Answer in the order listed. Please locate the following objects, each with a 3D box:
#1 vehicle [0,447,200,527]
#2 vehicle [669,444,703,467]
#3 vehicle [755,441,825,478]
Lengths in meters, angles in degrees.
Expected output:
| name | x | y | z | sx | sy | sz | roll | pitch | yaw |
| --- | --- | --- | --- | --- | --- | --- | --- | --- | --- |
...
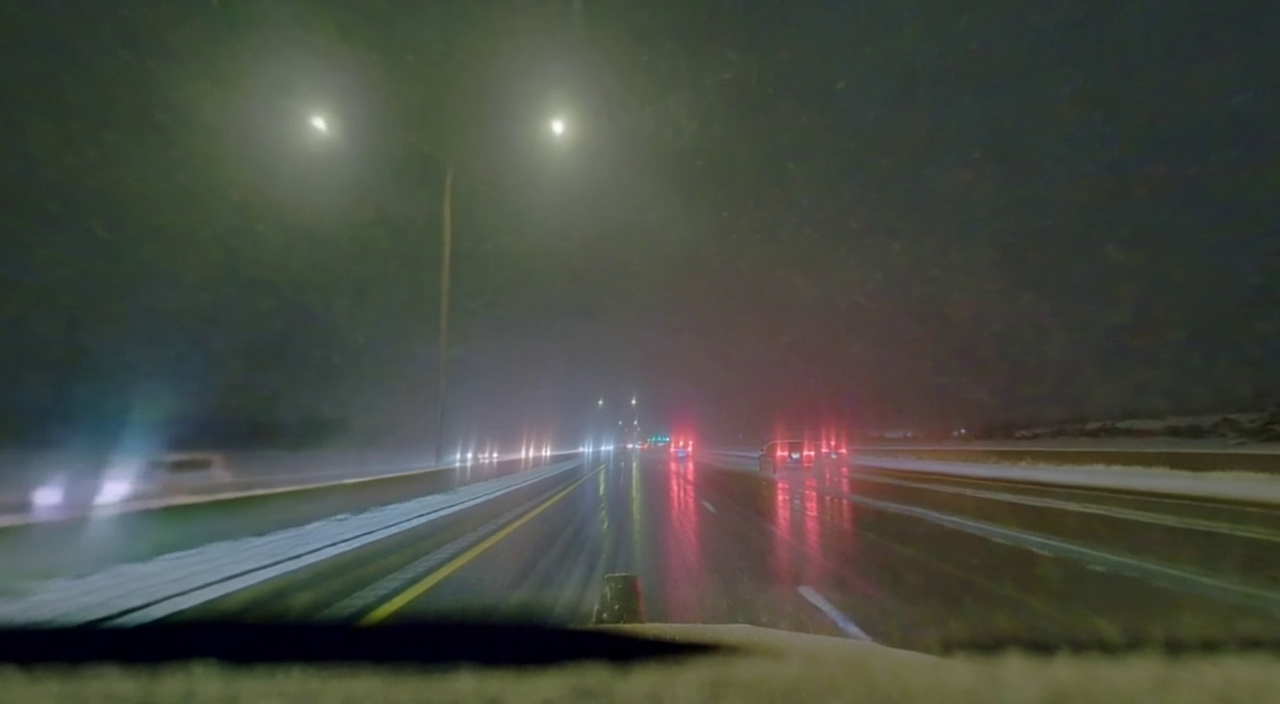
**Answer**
| name | x | y | z | sx | sy | sz | roll | pitch | yaw |
| --- | --- | --- | --- | --- | --- | --- | --- | --- | --- |
| vehicle | -10.906 | 2.554 | 12.486 | 1.687 | 1.264 | 3.762 | 0 | -8 | 0 |
| vehicle | 3.268 | 7.526 | 46.103 | 2.056 | 1.553 | 4.320 | 0 | -9 | -1 |
| vehicle | 6.606 | 4.781 | 28.274 | 2.038 | 1.528 | 3.910 | 0 | -9 | -2 |
